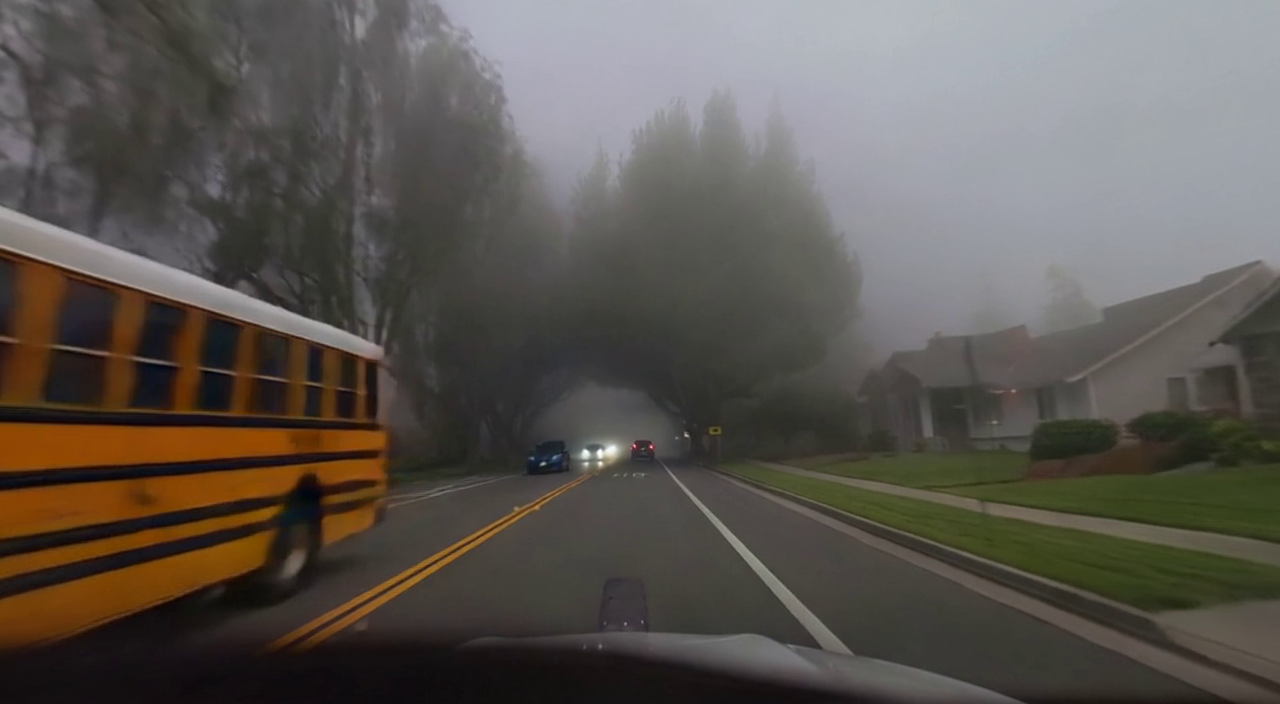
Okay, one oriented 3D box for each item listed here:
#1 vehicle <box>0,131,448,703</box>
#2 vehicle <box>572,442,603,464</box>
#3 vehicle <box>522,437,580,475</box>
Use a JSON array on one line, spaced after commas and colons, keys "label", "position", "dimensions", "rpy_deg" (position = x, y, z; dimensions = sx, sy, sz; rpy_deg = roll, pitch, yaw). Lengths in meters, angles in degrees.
[{"label": "vehicle", "position": [-4.340, 0.634, 4.306], "dimensions": [2.966, 2.818, 9.113], "rpy_deg": [0, -8, 1]}, {"label": "vehicle", "position": [-3.944, 7.608, 47.640], "dimensions": [1.905, 1.510, 4.172], "rpy_deg": [0, -8, 1]}, {"label": "vehicle", "position": [-4.232, 5.037, 30.726], "dimensions": [2.069, 1.707, 4.385], "rpy_deg": [0, -8, 1]}]
